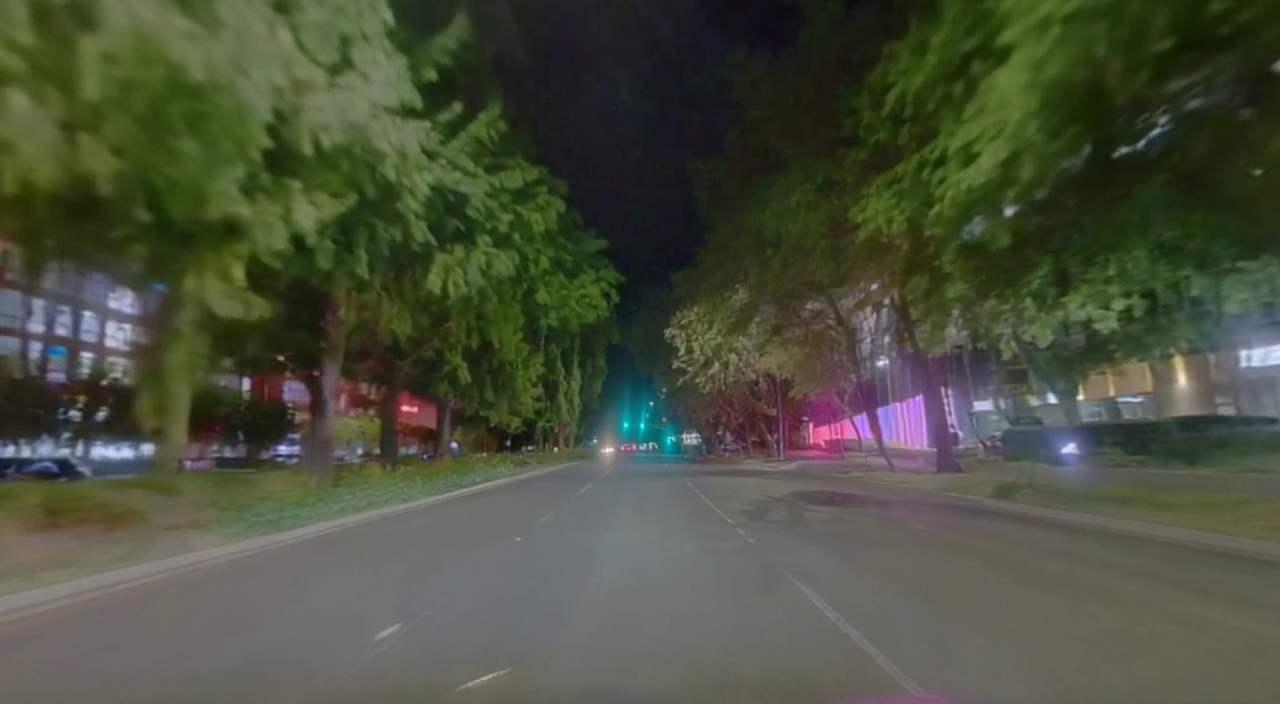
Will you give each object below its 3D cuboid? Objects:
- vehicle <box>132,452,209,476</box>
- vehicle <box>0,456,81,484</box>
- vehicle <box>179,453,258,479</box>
[{"bbox_3d":[-35.986,8.597,48.456,4.397,1.689,1.958,4,-10,-29],"label":"vehicle"},{"bbox_3d":[-35.711,6.823,36.490,4.501,1.458,1.889,4,-9,-26],"label":"vehicle"},{"bbox_3d":[-26.179,7.067,39.365,1.850,1.477,4.492,0,-8,0],"label":"vehicle"}]
